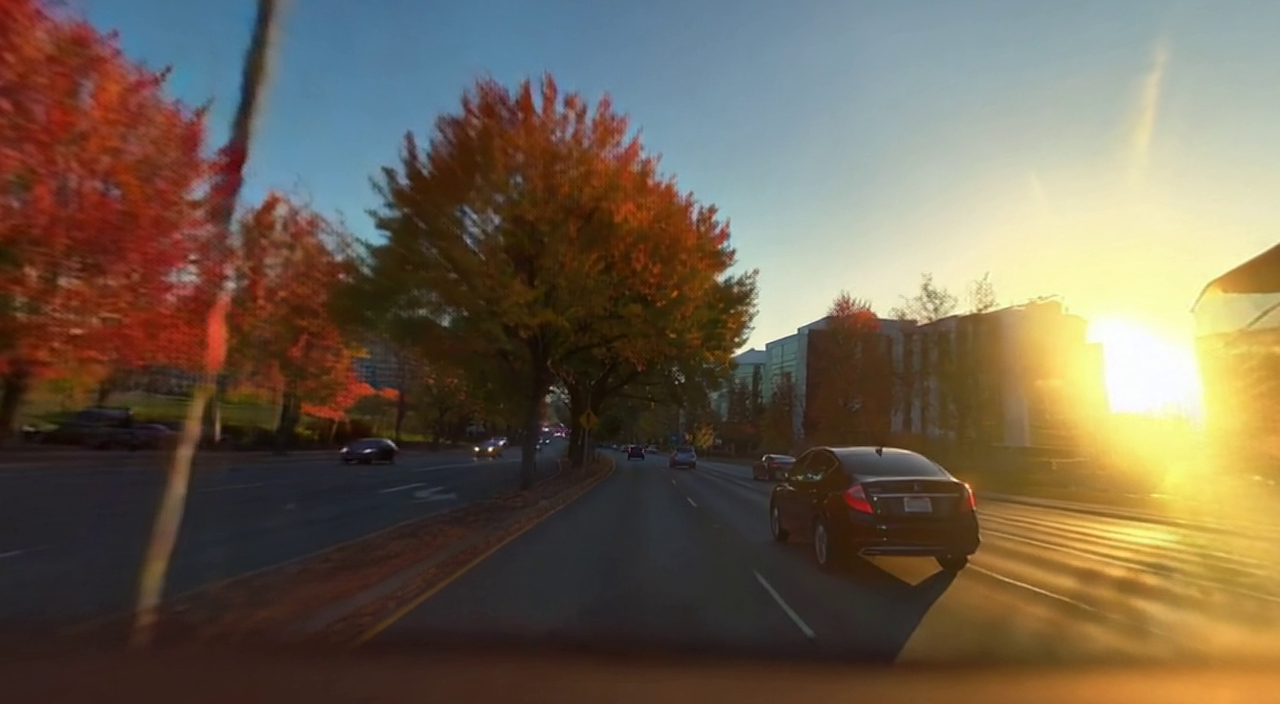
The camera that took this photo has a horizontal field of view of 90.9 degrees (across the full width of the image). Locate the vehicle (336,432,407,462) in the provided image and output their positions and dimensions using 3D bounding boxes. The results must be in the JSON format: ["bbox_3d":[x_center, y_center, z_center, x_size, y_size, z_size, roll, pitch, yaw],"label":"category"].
[{"bbox_3d":[-15.340,5.447,36.293,2.029,1.588,4.654,0,-8,0],"label":"vehicle"}]

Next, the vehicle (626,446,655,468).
[{"bbox_3d":[0.011,7.370,44.451,1.991,1.477,3.814,0,-8,0],"label":"vehicle"}]

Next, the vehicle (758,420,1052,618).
[{"bbox_3d":[2.801,1.798,7.704,1.901,1.634,3.896,4,-8,0],"label":"vehicle"}]

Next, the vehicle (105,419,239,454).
[{"bbox_3d":[-27.023,4.916,36.534,6.055,1.910,2.113,0,-8,1],"label":"vehicle"}]

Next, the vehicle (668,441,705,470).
[{"bbox_3d":[3.304,7.436,45.455,2.154,1.844,4.634,3,-9,-1],"label":"vehicle"}]
